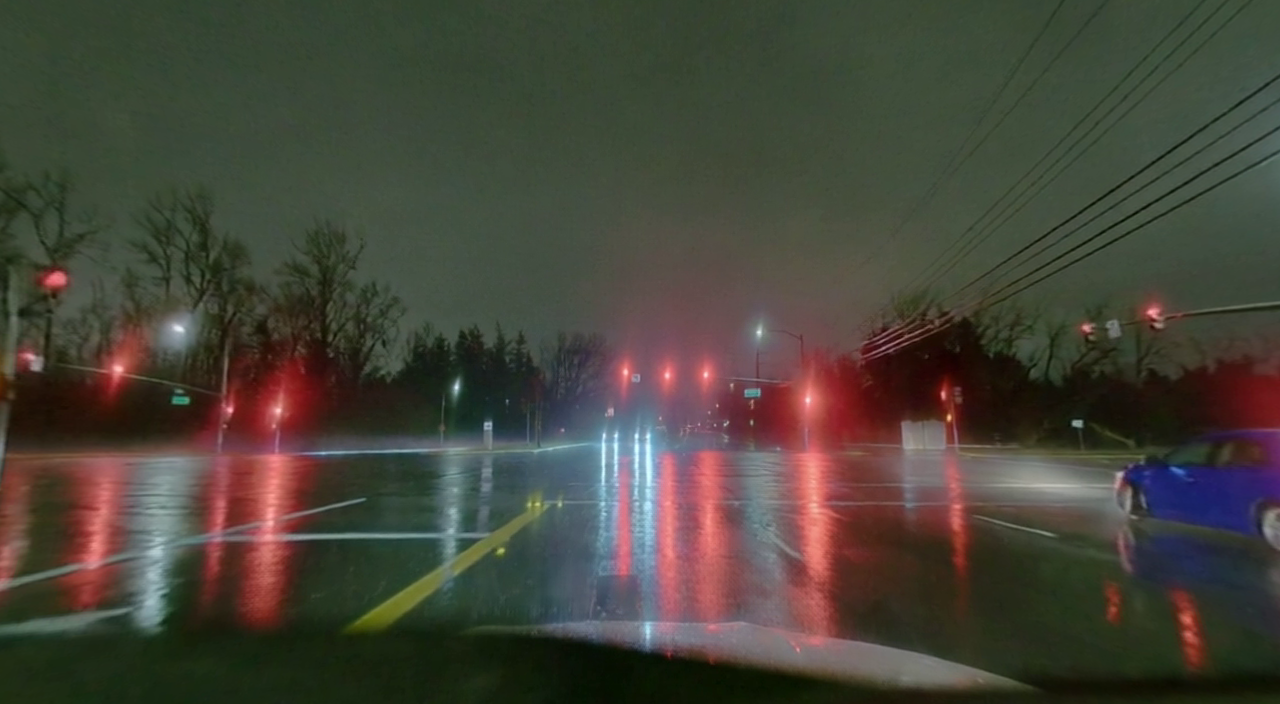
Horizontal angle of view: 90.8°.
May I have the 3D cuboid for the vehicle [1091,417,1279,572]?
[{"bbox_3d":[7.380,1.552,7.149,1.797,1.544,3.685,0,-8,0],"label":"vehicle"}]
